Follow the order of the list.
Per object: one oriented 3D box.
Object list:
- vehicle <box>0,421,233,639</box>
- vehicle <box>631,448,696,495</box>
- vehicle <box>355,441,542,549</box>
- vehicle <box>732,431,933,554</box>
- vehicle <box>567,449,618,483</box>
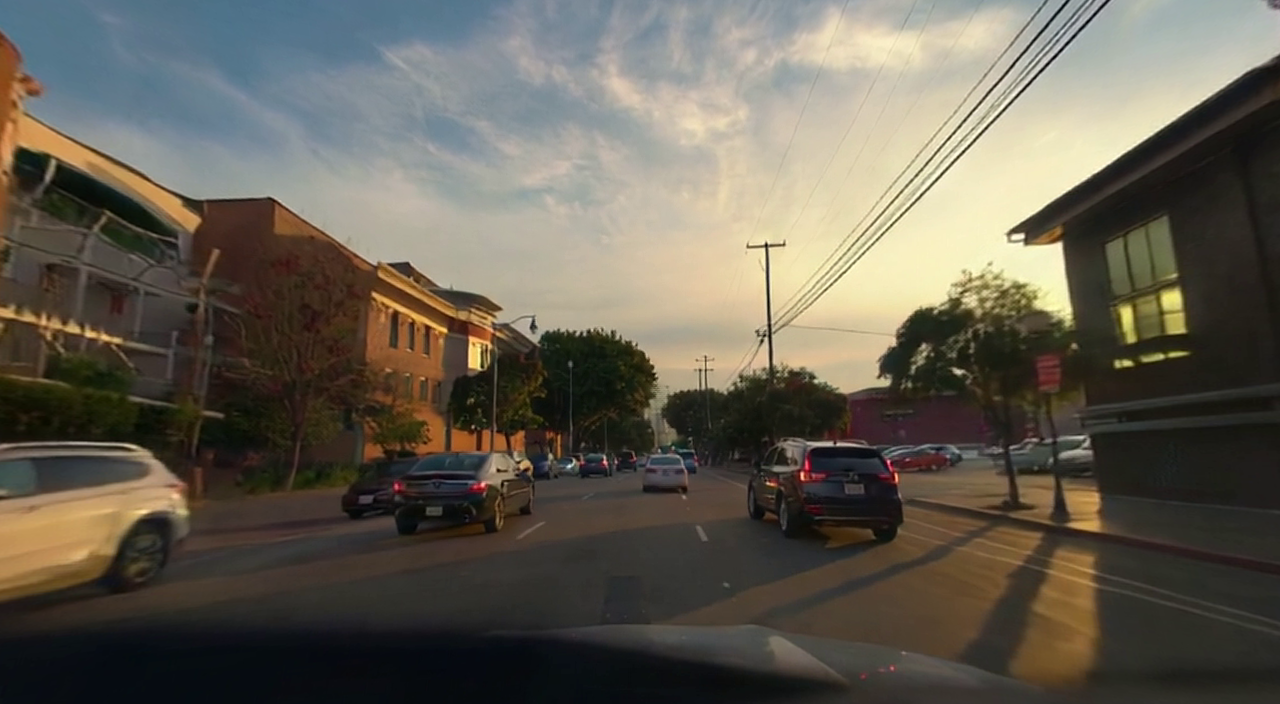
[{"bbox_3d":[-6.131,1.487,5.491,2.093,1.724,4.333,-1,-8,3],"label":"vehicle"},{"bbox_3d":[0.826,4.260,22.932,2.139,1.466,4.373,0,-8,1],"label":"vehicle"},{"bbox_3d":[-3.221,2.457,11.617,2.085,1.619,3.976,0,-8,2],"label":"vehicle"},{"bbox_3d":[3.057,2.311,11.185,2.094,1.709,4.394,0,-8,-1],"label":"vehicle"},{"bbox_3d":[-2.283,5.666,31.749,2.019,1.507,4.643,-1,-8,3],"label":"vehicle"}]
